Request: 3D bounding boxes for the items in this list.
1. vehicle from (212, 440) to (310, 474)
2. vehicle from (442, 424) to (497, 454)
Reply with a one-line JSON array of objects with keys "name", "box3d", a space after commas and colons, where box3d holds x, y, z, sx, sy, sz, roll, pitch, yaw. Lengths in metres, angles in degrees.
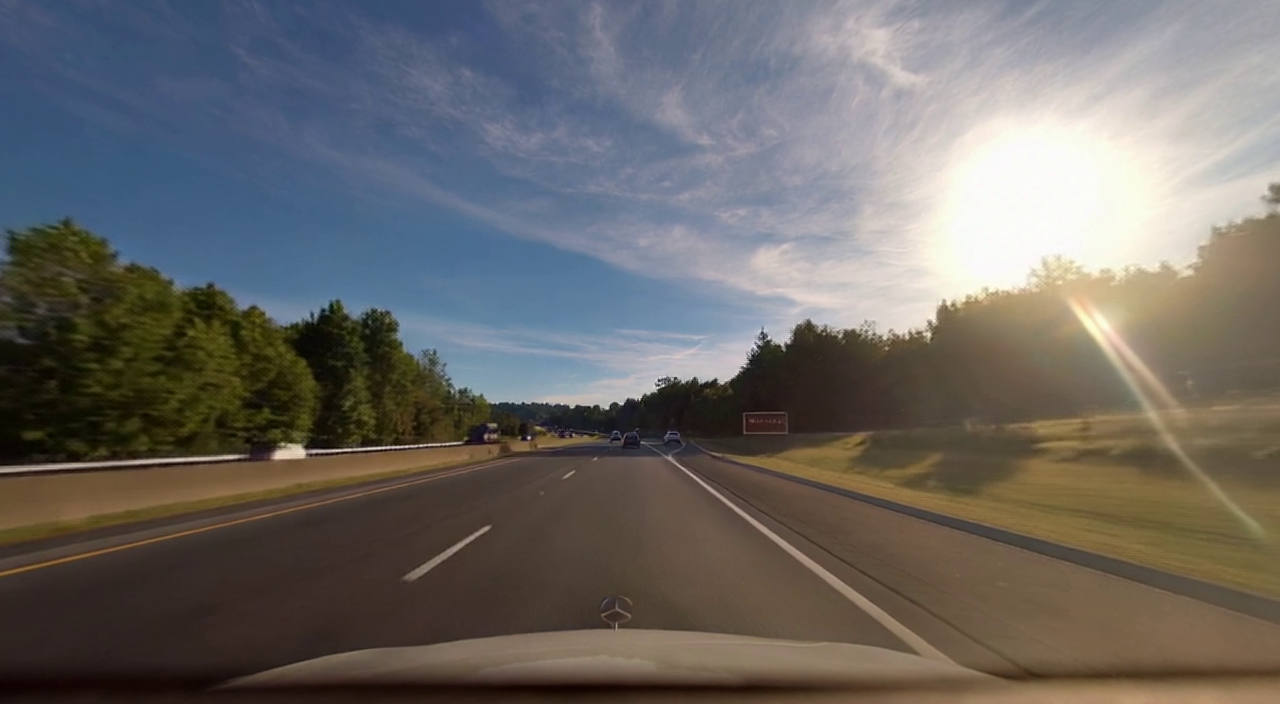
[{"name": "vehicle", "box3d": [-17.630, 4.876, 29.551, 2.095, 1.423, 4.064, 0, -8, -1]}, {"name": "vehicle", "box3d": [-13.337, 6.873, 49.725, 2.624, 2.225, 6.259, 0, -8, -1]}]
